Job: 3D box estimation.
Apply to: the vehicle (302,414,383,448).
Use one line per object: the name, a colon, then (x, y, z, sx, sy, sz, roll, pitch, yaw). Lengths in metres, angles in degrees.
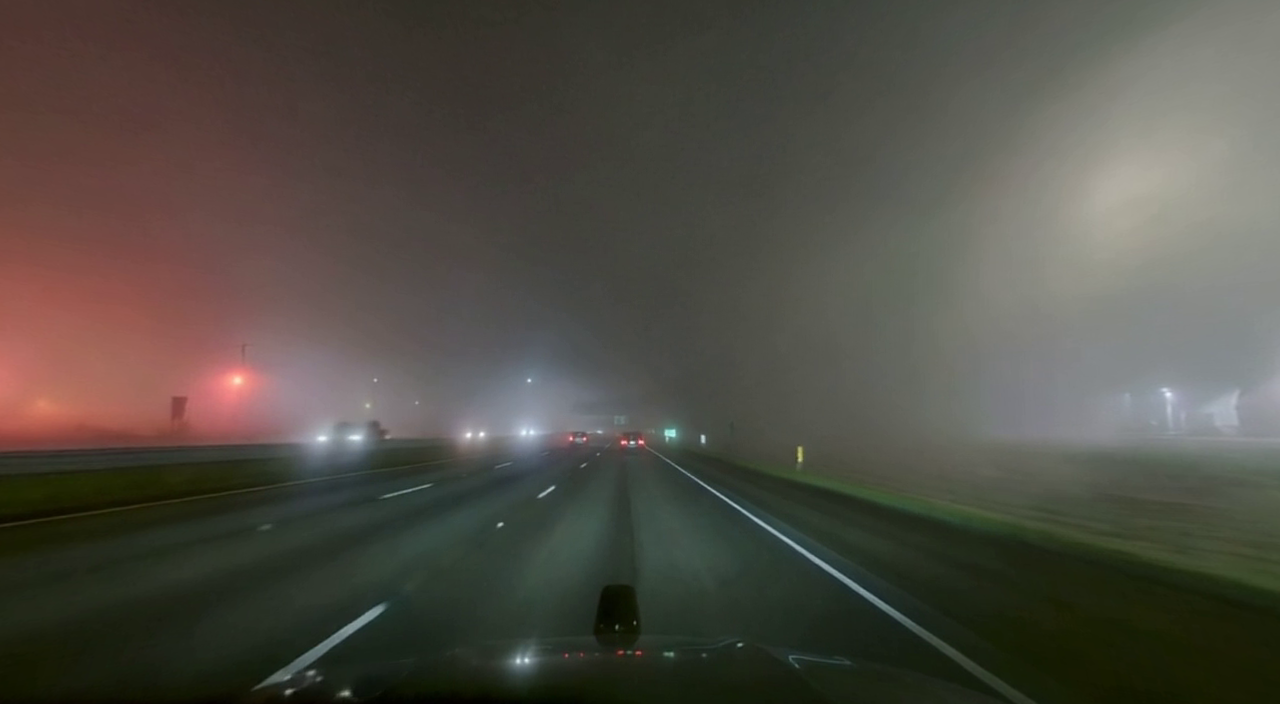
vehicle: (-16.536, 4.473, 35.269, 2.019, 1.739, 5.123, 0, -8, 0)

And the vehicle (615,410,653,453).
vehicle: (-0.522, 5.526, 43.544, 2.418, 2.704, 6.445, 0, -8, -2)
